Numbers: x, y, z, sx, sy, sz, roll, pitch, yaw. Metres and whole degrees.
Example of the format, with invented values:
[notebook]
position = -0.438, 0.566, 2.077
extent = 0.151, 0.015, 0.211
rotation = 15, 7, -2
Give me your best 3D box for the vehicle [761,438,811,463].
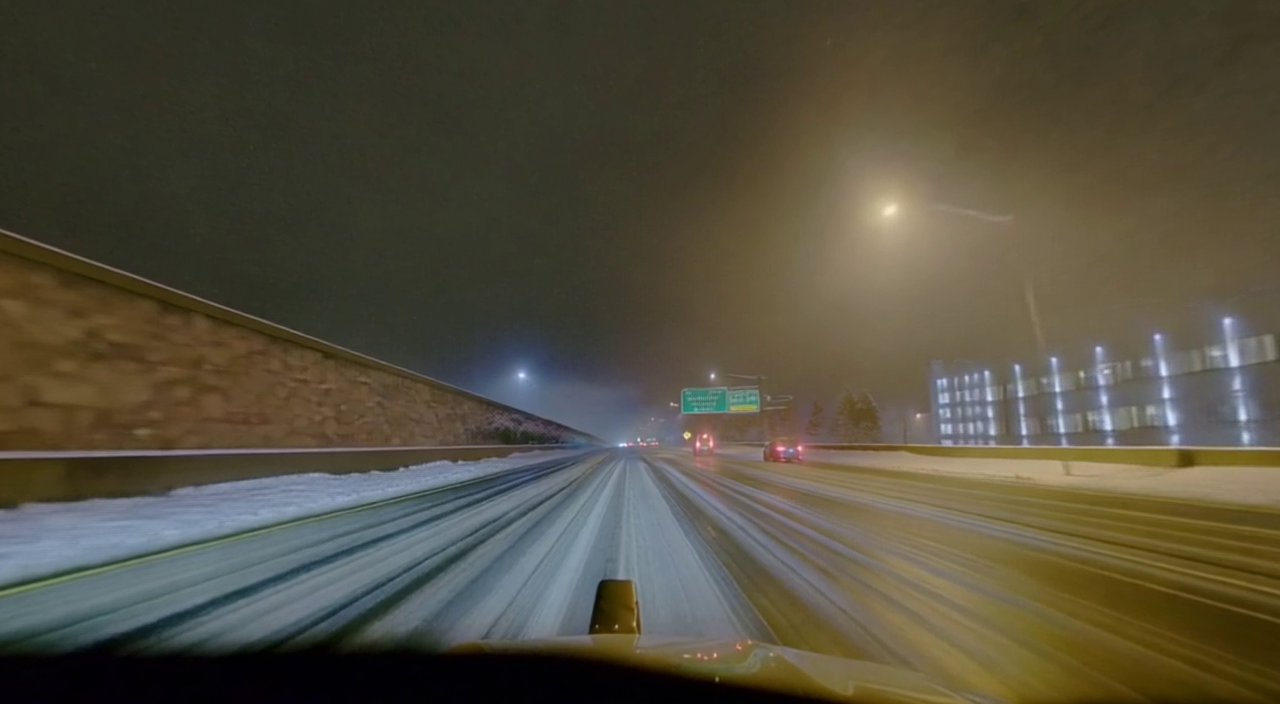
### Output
[vehicle]
position = 10.495, 7.125, 45.869
extent = 2.165, 1.636, 5.175
rotation = 0, -8, -2
